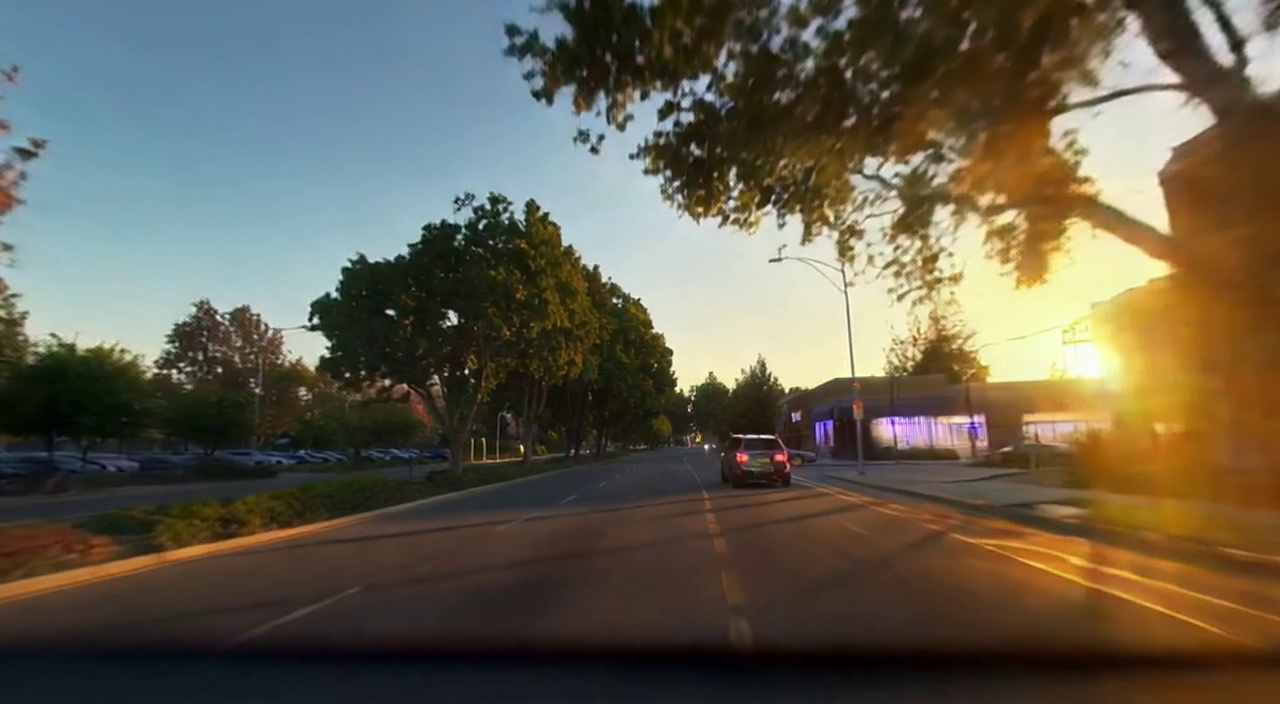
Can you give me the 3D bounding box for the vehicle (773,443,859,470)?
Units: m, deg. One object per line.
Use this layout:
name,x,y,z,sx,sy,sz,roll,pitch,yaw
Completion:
vehicle,10.415,6.180,37.460,4.733,1.499,2.000,-3,-9,17

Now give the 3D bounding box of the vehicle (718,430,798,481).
vehicle,5.237,4.443,27.443,2.477,1.991,5.157,-3,-9,20

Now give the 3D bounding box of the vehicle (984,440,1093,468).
vehicle,22.168,5.703,35.308,4.698,1.465,1.914,-1,-8,7
